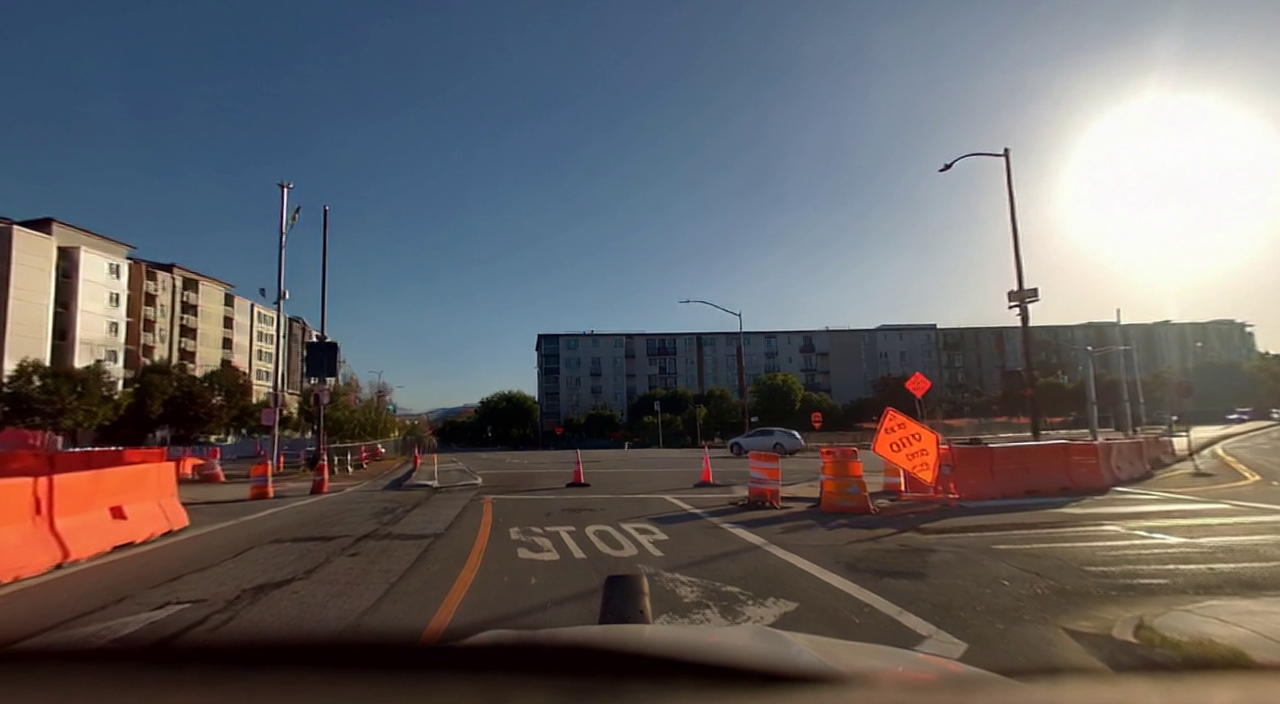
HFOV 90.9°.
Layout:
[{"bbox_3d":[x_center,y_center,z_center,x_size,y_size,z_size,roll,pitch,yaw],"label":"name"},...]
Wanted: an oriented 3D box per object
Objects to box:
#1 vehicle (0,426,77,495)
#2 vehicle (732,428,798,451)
[{"bbox_3d":[-17.437,3.008,17.743,2.159,1.734,4.292,7,-11,-41],"label":"vehicle"},{"bbox_3d":[9.089,6.416,45.965,4.302,1.628,1.957,2,-9,-14],"label":"vehicle"}]
